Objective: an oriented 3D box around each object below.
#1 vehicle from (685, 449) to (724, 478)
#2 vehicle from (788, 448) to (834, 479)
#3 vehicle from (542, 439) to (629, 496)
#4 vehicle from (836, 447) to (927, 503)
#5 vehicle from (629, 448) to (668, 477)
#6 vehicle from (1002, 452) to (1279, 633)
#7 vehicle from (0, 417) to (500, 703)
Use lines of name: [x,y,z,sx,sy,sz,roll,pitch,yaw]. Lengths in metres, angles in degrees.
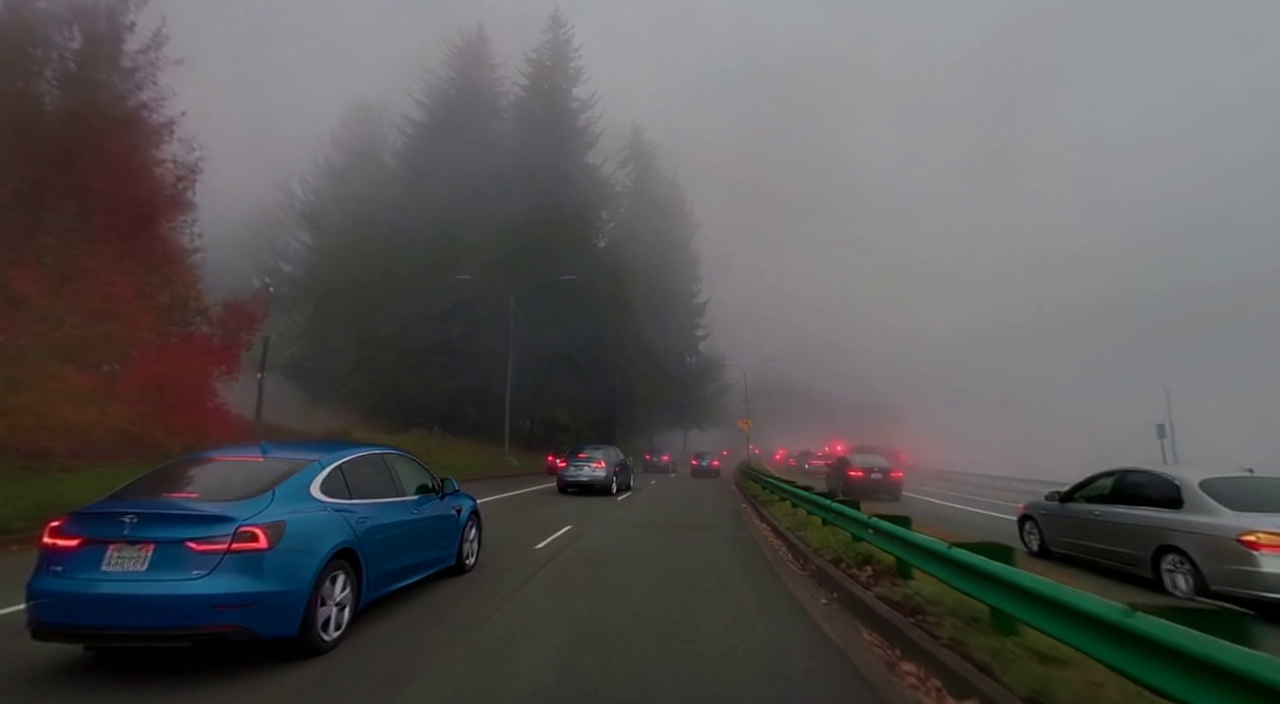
vehicle: [3.703,6.282,35.689,2.015,1.506,4.276,-1,-9,8]
vehicle: [9.796,6.366,36.272,1.890,1.610,4.045,0,-9,6]
vehicle: [-1.673,3.804,21.091,1.979,1.663,4.513,-1,-9,7]
vehicle: [7.848,3.997,20.889,1.768,1.634,4.064,0,-9,6]
vehicle: [0.611,6.789,39.033,1.930,1.635,4.260,-1,-9,7]
vehicle: [6.548,1.976,7.480,1.869,1.516,4.753,0,-9,3]
vehicle: [-2.847,1.448,5.647,1.921,1.503,4.317,0,-9,4]
